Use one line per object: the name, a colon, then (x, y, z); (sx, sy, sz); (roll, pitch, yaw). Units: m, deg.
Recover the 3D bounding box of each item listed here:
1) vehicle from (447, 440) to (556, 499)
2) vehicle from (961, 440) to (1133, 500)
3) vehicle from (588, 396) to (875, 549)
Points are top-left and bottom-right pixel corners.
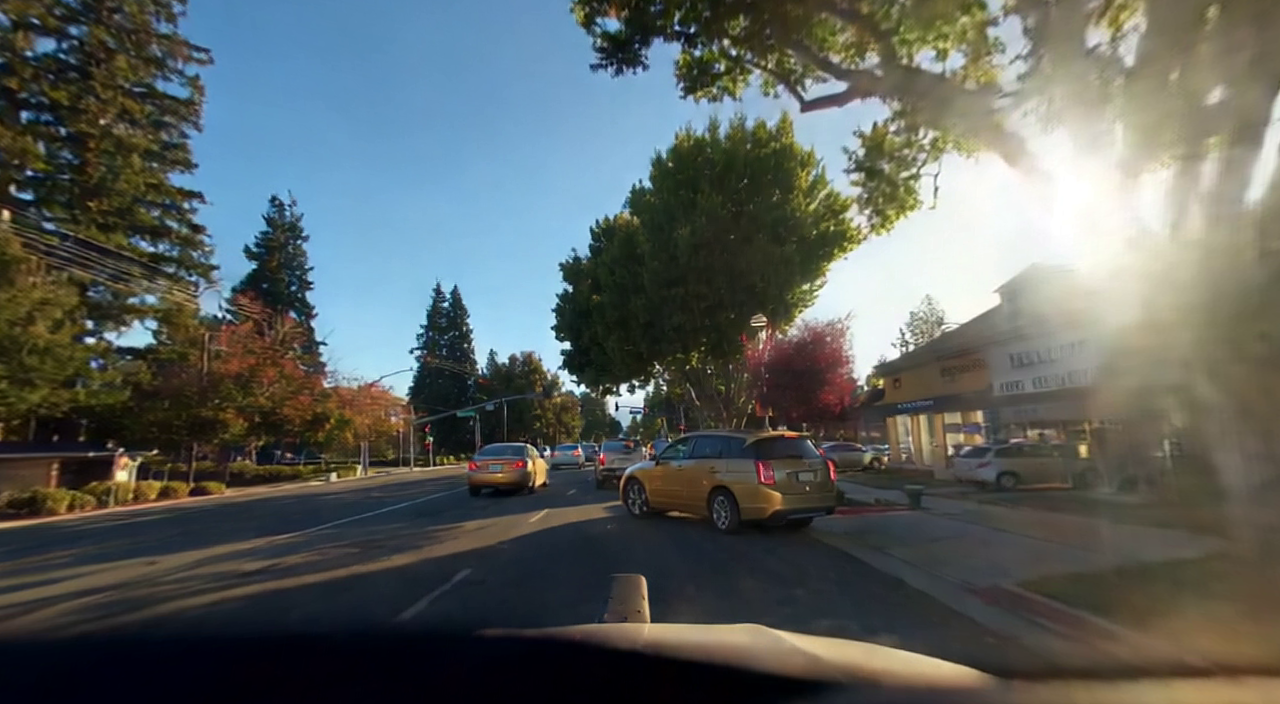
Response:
vehicle: (-3.800, 3.294, 18.080); (2.026, 1.466, 4.282); (0, -8, 2)
vehicle: (12.263, 3.559, 19.114); (3.871, 1.525, 1.835); (-3, -9, 0)
vehicle: (1.236, 1.913, 10.597); (2.052, 1.955, 4.642); (6, -11, -36)
